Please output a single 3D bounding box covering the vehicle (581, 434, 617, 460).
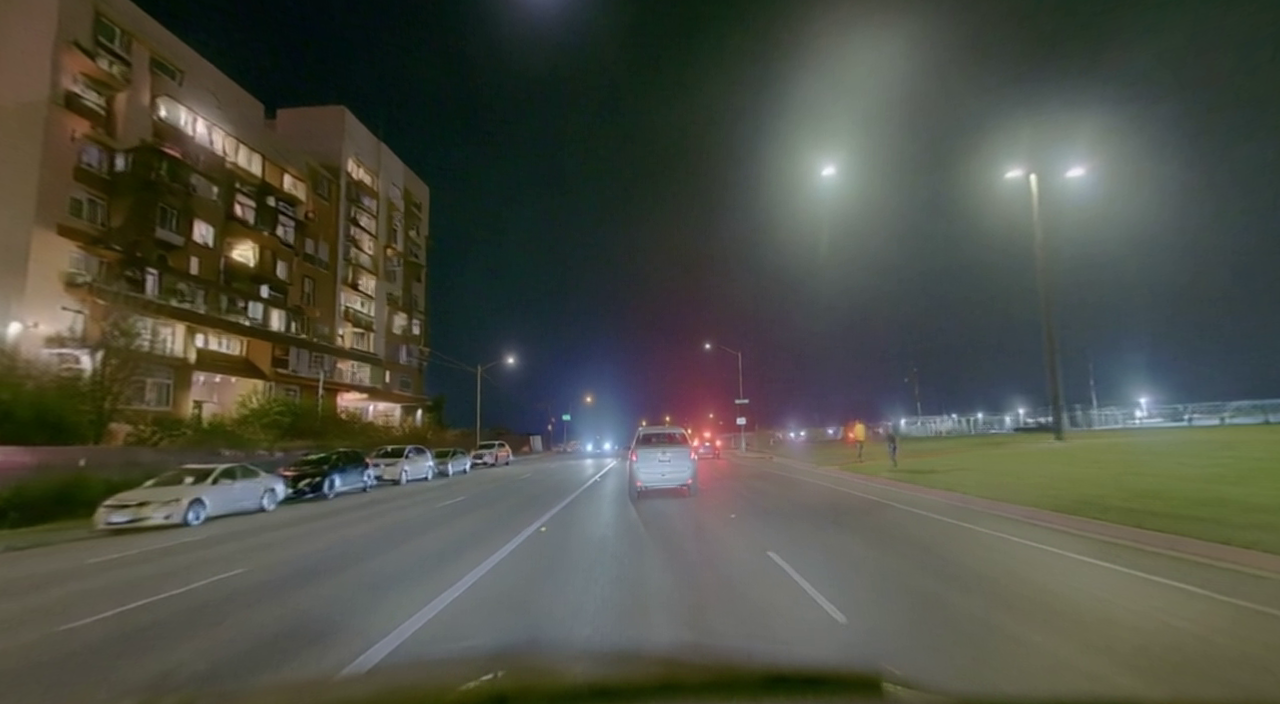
[{"bbox_3d":[-2.805,6.658,44.115,2.086,1.702,4.451,-1,-9,2],"label":"vehicle"}]

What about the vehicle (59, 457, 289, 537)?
[{"bbox_3d":[-10.560,3.278,14.880,1.839,1.474,4.694,0,-9,0],"label":"vehicle"}]

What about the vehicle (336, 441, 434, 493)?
[{"bbox_3d":[-10.188,4.574,25.633,1.940,1.816,4.721,-1,-7,1],"label":"vehicle"}]

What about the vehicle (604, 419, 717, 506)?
[{"bbox_3d":[0.374,2.383,13.909,2.132,1.632,3.838,0,-9,-1],"label":"vehicle"}]

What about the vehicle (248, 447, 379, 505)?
[{"bbox_3d":[-10.348,3.926,20.418,1.869,1.647,4.281,-1,-9,1],"label":"vehicle"}]

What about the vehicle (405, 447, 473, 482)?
[{"bbox_3d":[-10.012,5.601,31.793,1.860,1.487,4.658,-1,-7,0],"label":"vehicle"}]
